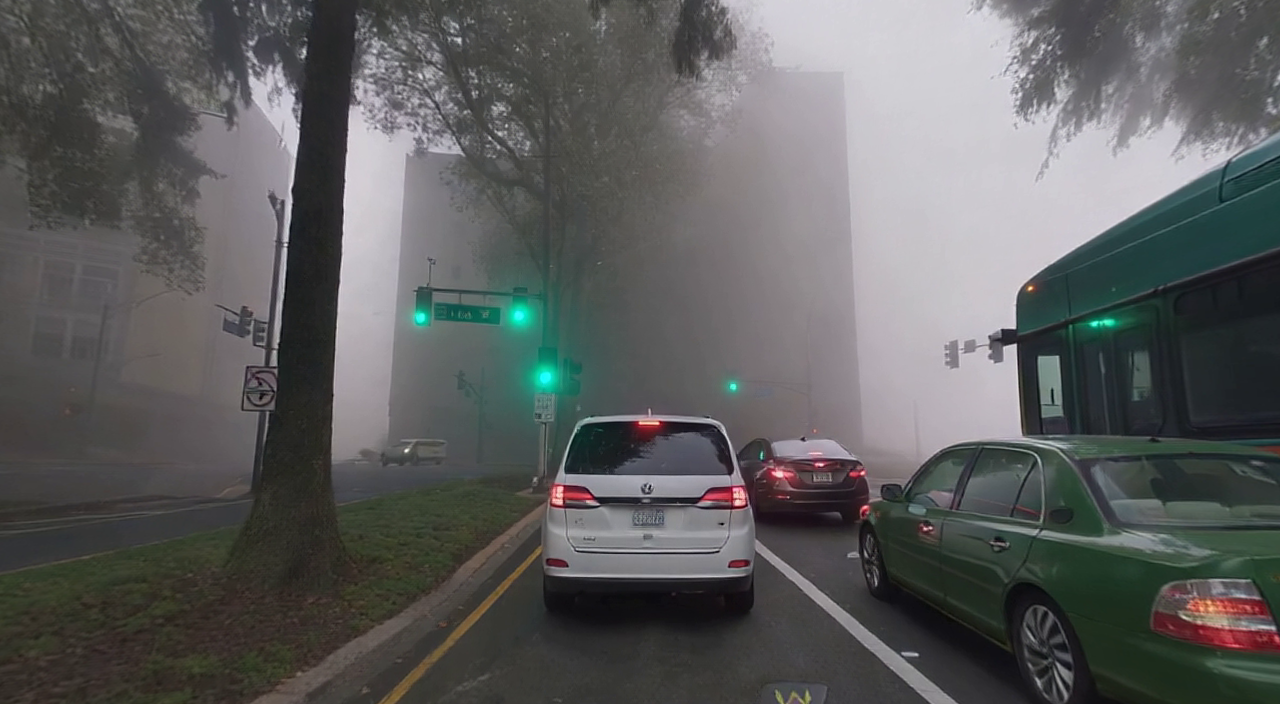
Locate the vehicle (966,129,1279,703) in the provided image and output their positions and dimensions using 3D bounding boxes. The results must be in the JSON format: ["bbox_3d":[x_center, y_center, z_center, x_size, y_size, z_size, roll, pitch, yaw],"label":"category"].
[{"bbox_3d":[2.612,0.319,0.415,2.037,2.065,5.037,0,-8,0],"label":"vehicle"}]

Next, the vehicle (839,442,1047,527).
[{"bbox_3d":[5.979,2.638,13.214,1.987,1.457,4.675,0,-8,-1],"label":"vehicle"}]

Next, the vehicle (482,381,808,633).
[{"bbox_3d":[0.011,1.476,6.996,2.381,1.842,4.603,0,-8,-1],"label":"vehicle"}]

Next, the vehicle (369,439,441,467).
[{"bbox_3d":[-15.339,6.548,40.945,4.097,1.720,1.924,5,-10,-29],"label":"vehicle"}]
